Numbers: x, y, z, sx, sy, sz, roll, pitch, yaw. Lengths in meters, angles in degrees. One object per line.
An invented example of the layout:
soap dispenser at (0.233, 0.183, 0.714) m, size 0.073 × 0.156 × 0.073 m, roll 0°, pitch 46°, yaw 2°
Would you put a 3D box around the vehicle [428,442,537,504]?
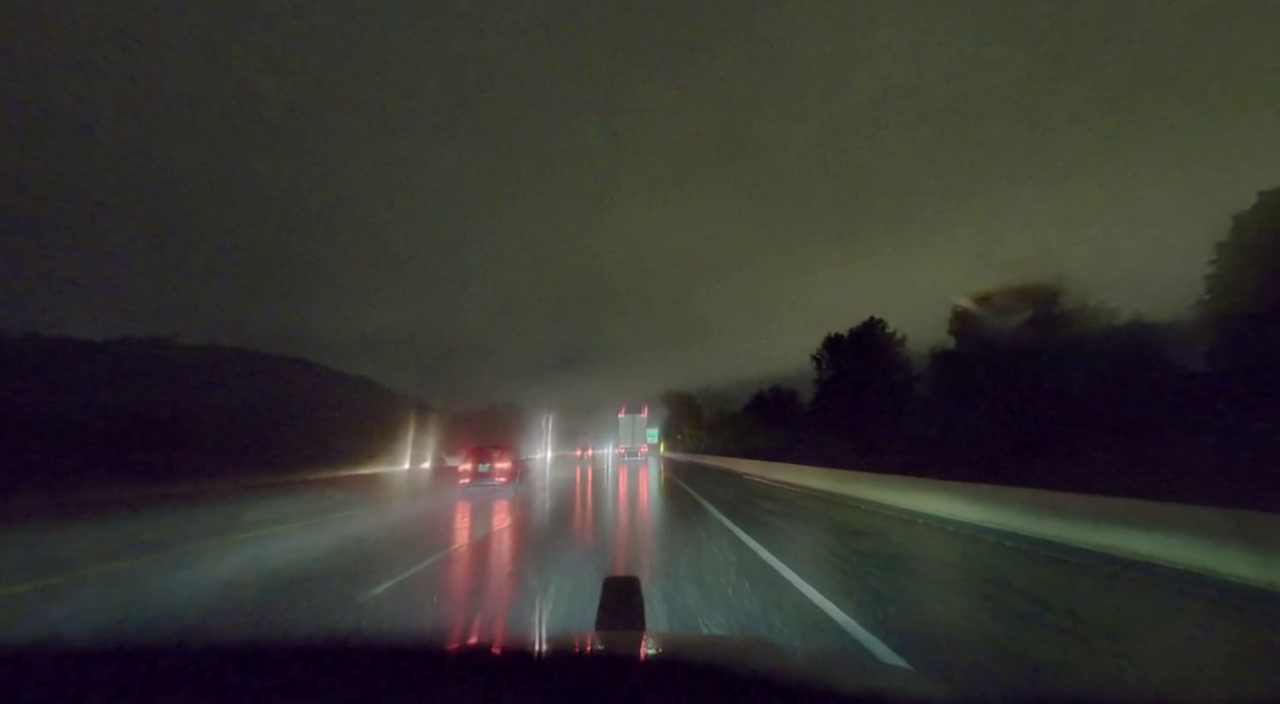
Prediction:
vehicle at (-4.226, 3.319, 17.697) m, size 1.978 × 1.507 × 4.062 m, roll 0°, pitch -9°, yaw 0°
